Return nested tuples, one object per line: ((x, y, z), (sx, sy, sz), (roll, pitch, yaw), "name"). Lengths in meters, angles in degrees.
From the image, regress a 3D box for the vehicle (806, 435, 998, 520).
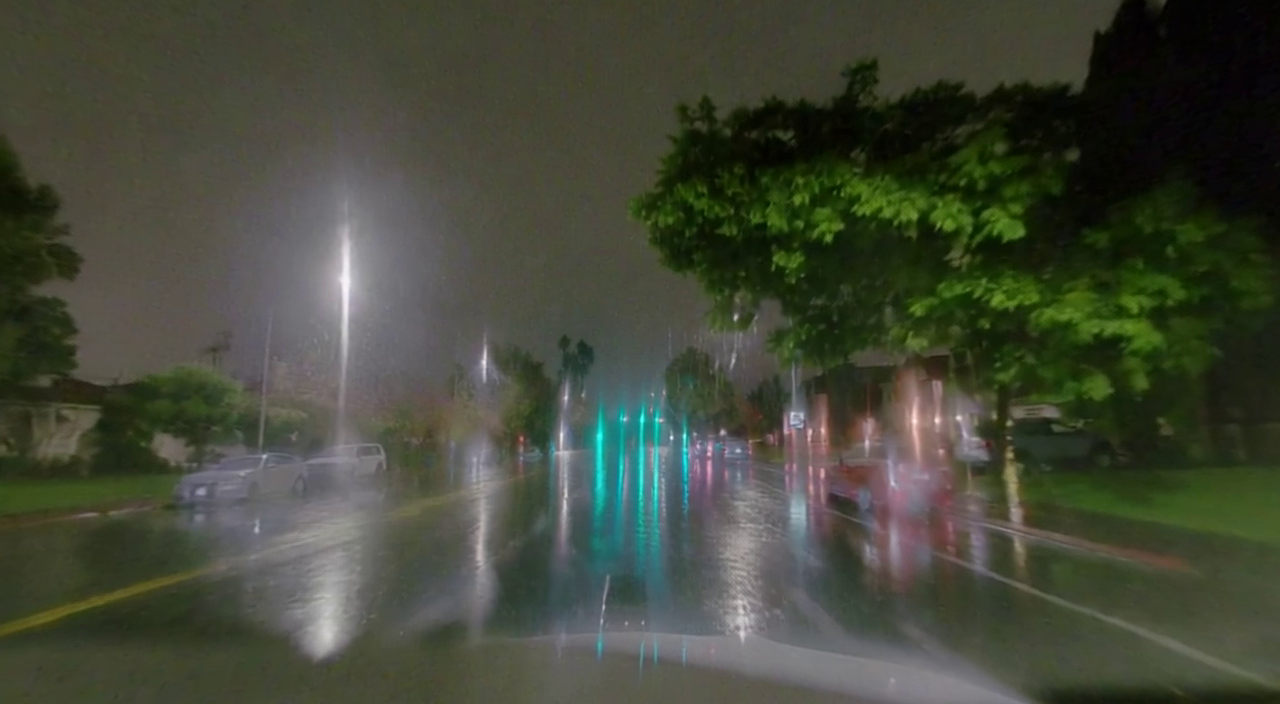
((5.128, 2.529, 13.108), (2.059, 1.449, 4.168), (0, -10, -2), "vehicle")

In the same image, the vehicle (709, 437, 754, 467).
((5.275, 5.814, 36.974), (1.885, 1.603, 5.235), (0, -8, 0), "vehicle")

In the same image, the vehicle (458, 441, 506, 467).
((-11.423, 7.408, 45.868), (2.054, 1.704, 4.710), (-3, -9, 2), "vehicle")

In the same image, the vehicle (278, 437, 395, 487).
((-11.921, 4.394, 25.236), (2.228, 1.766, 4.770), (0, -10, 1), "vehicle")

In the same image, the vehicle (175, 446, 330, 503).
((-11.960, 3.772, 19.915), (1.940, 1.496, 4.654), (-2, -8, 0), "vehicle")

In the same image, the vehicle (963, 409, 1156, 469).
((13.828, 2.922, 21.027), (4.940, 1.764, 1.977), (-2, -9, 0), "vehicle")
